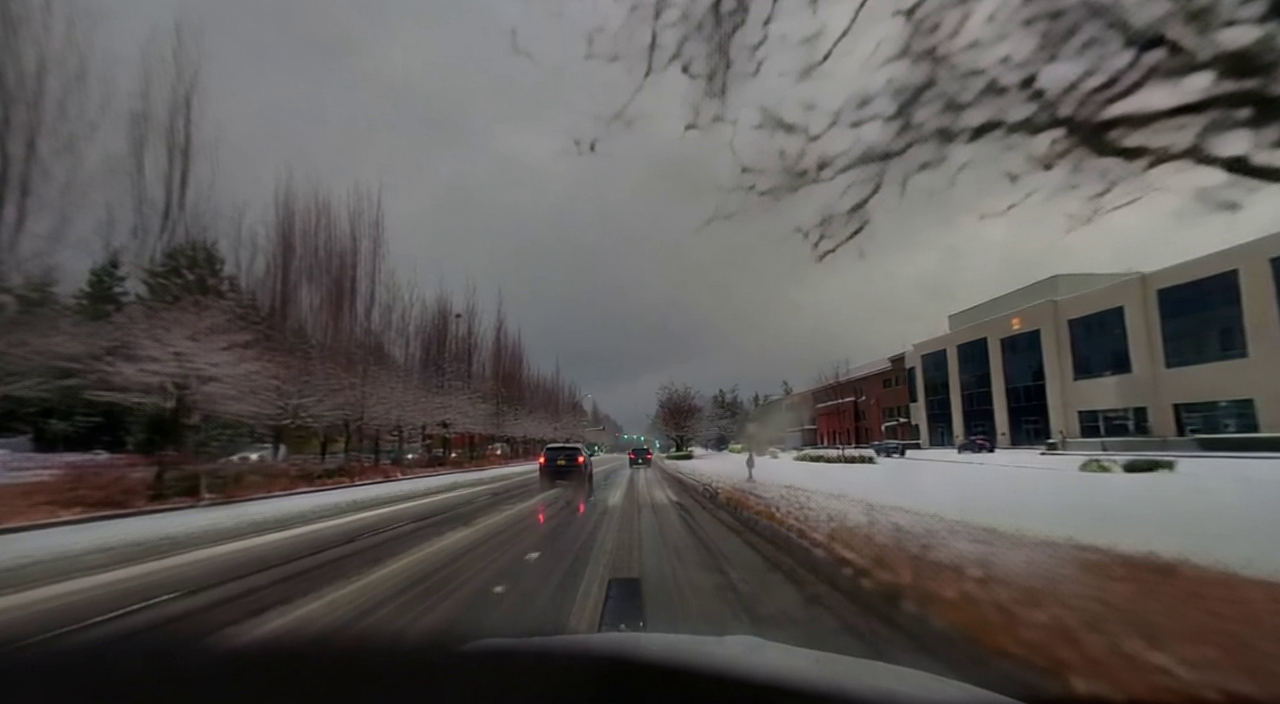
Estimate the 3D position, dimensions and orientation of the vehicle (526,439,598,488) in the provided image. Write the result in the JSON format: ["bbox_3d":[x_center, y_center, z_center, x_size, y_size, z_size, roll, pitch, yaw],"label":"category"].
[{"bbox_3d":[-2.946,4.304,24.682,2.197,1.709,4.069,0,-8,2],"label":"vehicle"}]

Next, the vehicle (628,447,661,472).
[{"bbox_3d":[0.256,6.814,40.153,2.040,1.493,3.682,1,-8,-1],"label":"vehicle"}]
